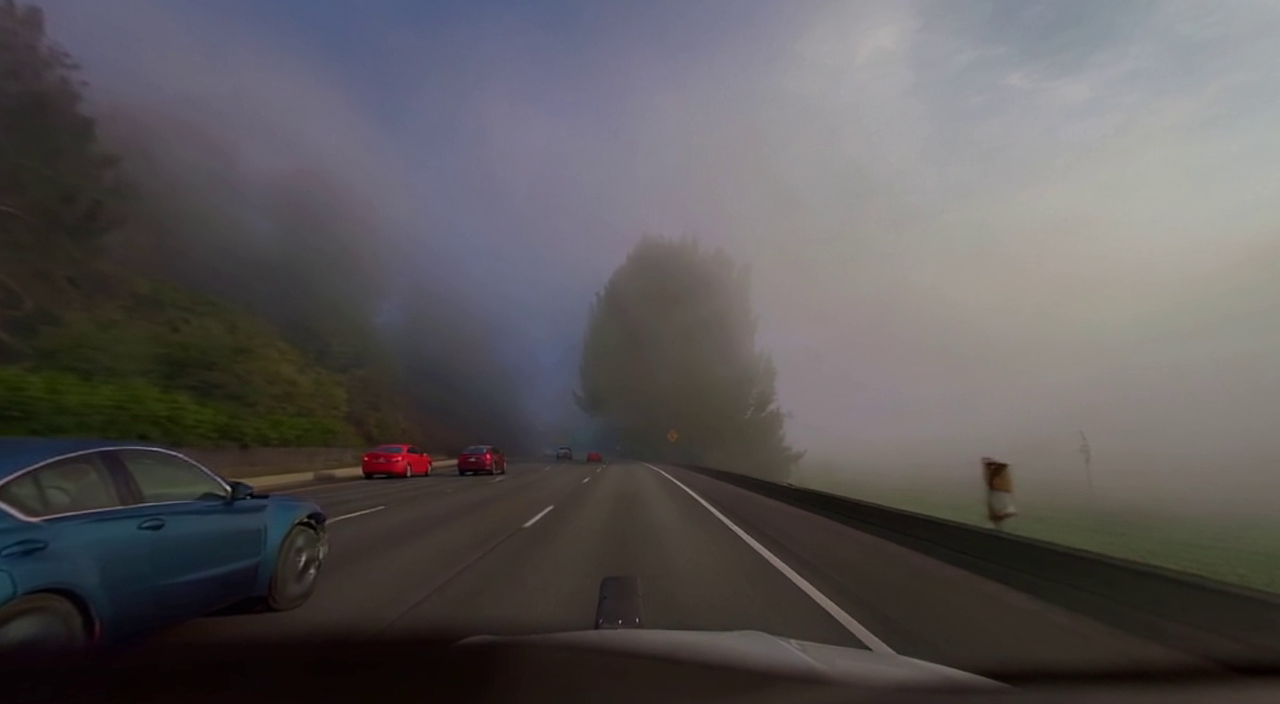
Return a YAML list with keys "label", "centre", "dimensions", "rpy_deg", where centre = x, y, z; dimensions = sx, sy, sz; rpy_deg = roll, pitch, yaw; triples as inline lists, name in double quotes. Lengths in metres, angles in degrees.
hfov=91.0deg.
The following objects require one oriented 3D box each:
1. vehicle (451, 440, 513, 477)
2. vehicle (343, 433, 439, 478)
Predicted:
- label: "vehicle"
  centre: [-7.750, 5.265, 31.324]
  dimensions: [2.060, 1.680, 4.255]
  rpy_deg: [0, -9, -1]
- label: "vehicle"
  centre: [-11.787, 4.970, 30.371]
  dimensions: [2.425, 1.926, 5.584]
  rpy_deg: [0, -9, -1]
